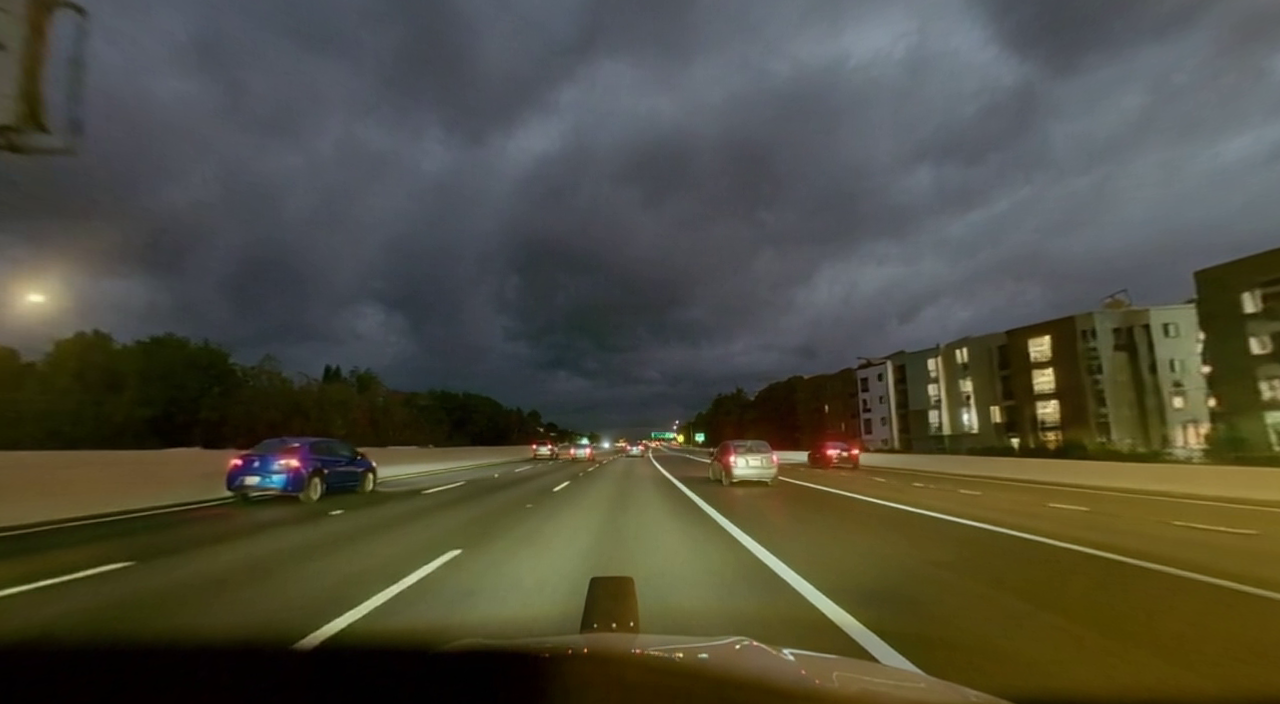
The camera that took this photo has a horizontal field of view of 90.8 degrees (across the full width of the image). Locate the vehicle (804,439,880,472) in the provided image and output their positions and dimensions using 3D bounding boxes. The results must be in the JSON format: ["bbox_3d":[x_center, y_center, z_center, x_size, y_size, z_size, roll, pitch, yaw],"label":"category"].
[{"bbox_3d":[9.632,4.944,30.470,2.061,1.459,4.273,1,-8,-3],"label":"vehicle"}]

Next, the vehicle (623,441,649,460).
[{"bbox_3d":[-0.324,7.787,49.946,1.992,1.431,4.055,0,-8,-1],"label":"vehicle"}]

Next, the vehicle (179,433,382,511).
[{"bbox_3d":[-7.888,2.664,14.526,2.021,1.496,4.495,0,-8,0],"label":"vehicle"}]

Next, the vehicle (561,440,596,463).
[{"bbox_3d":[-4.218,6.889,43.798,2.002,1.466,4.378,0,-8,0],"label":"vehicle"}]

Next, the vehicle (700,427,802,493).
[{"bbox_3d":[3.101,3.122,18.587,2.080,1.694,4.286,0,-8,-2],"label":"vehicle"}]
